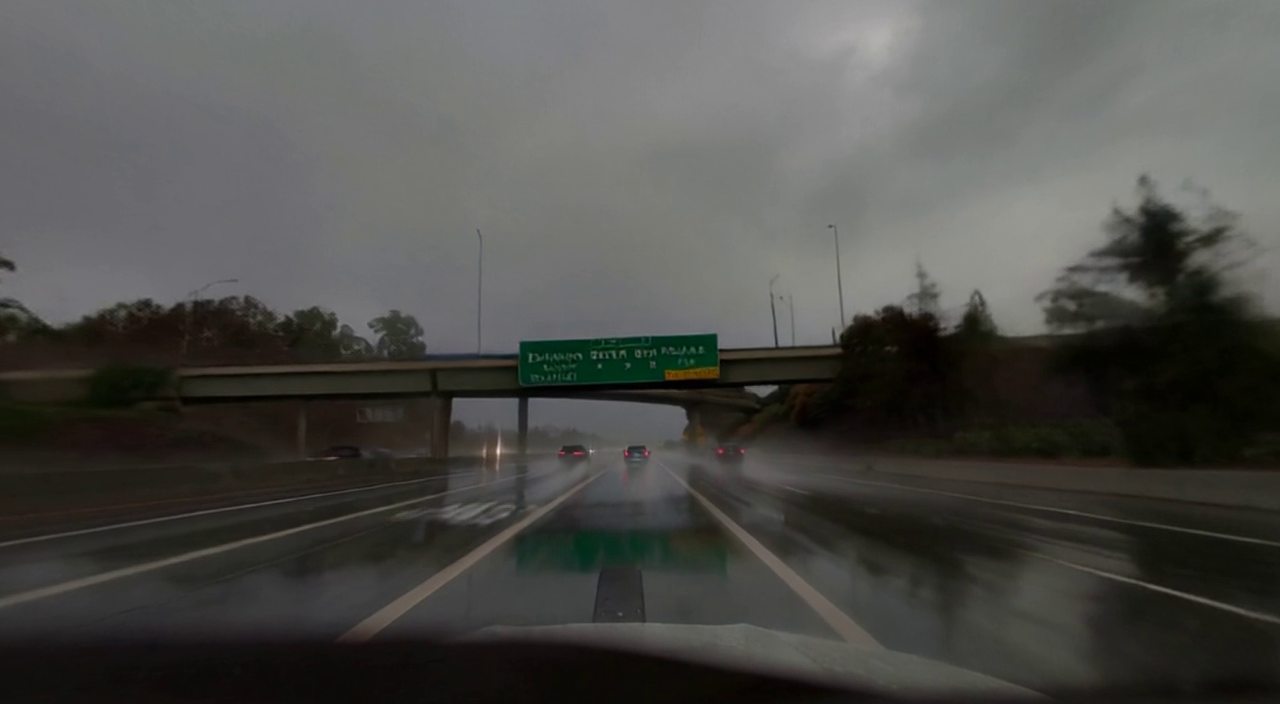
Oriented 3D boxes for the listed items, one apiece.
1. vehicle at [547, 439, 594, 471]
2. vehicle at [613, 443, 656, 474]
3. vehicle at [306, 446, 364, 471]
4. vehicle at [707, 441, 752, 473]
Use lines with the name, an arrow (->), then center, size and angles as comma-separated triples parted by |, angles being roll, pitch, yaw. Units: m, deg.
vehicle -> -4.015, 6.033, 37.312 | 2.113, 1.756, 4.471 | 0, -9, 2
vehicle -> -0.225, 5.435, 32.477 | 2.075, 1.486, 4.007 | 0, -9, 1
vehicle -> -20.612, 7.186, 42.867 | 1.833, 1.566, 4.025 | 0, -9, 1
vehicle -> 4.916, 5.816, 35.241 | 1.936, 1.625, 3.991 | 0, -9, 1
